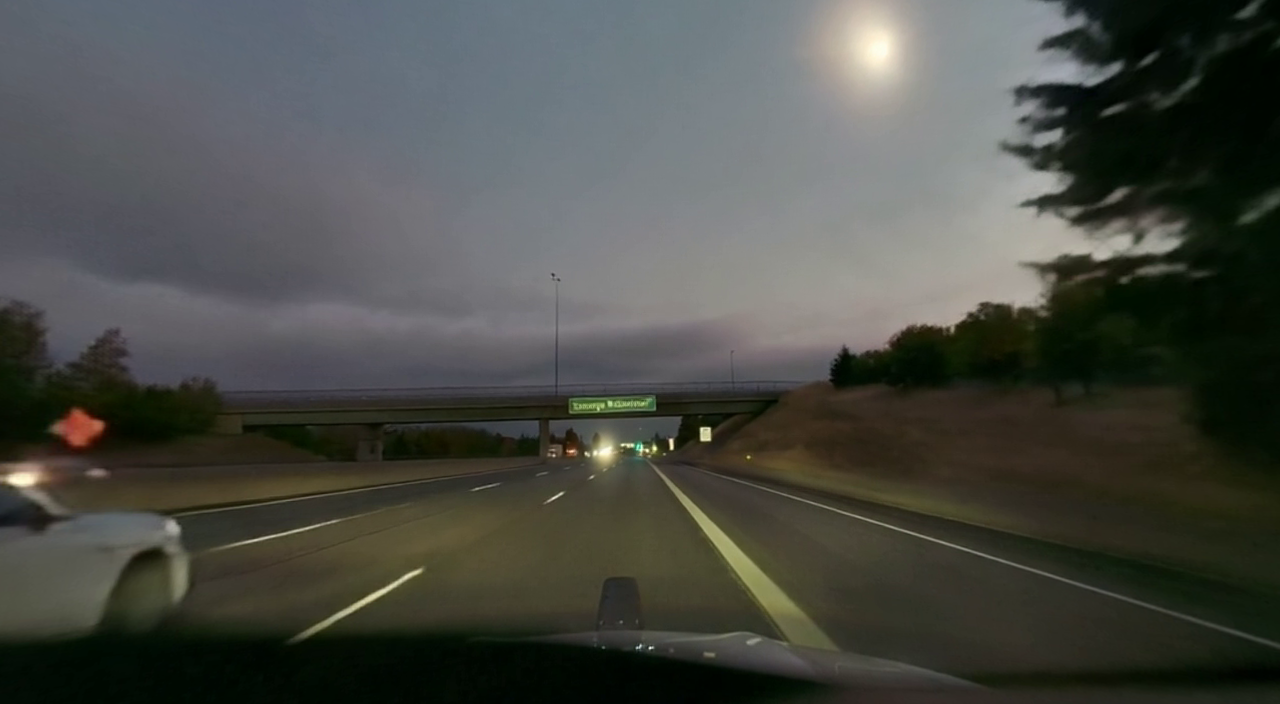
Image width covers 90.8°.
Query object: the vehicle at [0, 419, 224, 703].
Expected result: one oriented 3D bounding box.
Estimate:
[{"bbox_3d":[-4.113,1.013,2.570,1.992,1.504,4.117,0,-9,0],"label":"vehicle"}]
